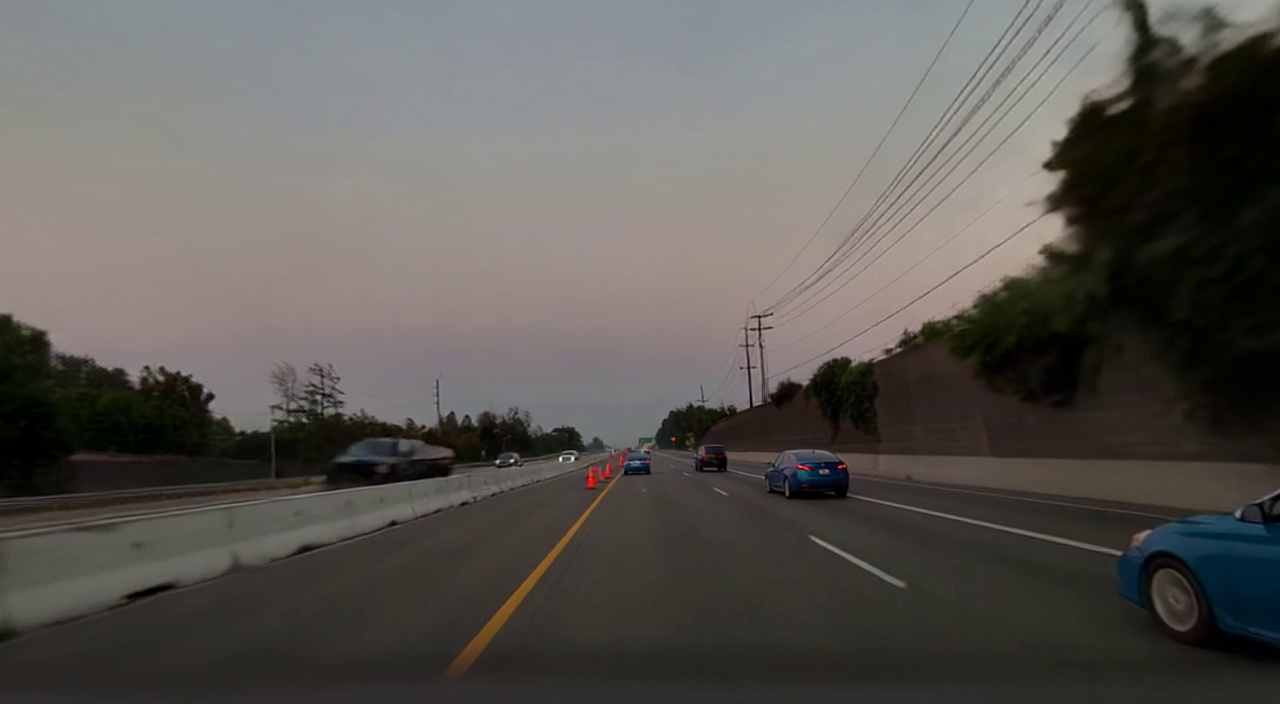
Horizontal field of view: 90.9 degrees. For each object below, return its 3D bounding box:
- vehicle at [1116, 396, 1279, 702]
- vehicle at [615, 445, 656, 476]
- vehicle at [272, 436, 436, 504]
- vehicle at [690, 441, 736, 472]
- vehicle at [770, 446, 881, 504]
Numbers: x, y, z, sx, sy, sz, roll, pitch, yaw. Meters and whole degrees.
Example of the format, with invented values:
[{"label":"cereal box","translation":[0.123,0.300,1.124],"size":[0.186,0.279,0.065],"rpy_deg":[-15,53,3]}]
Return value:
[{"label":"vehicle","translation":[4.310,0.843,2.045],"size":[1.997,1.568,4.529],"rpy_deg":[0,-8,0]},{"label":"vehicle","translation":[-0.207,5.911,34.581],"size":[2.096,1.583,4.150],"rpy_deg":[0,-8,1]},{"label":"vehicle","translation":[-8.000,3.323,18.350],"size":[2.308,1.694,4.945],"rpy_deg":[0,-8,2]},{"label":"vehicle","translation":[5.001,7.203,43.859],"size":[2.559,1.943,5.610],"rpy_deg":[0,-8,1]},{"label":"vehicle","translation":[5.020,3.366,17.724],"size":[1.881,1.409,4.016],"rpy_deg":[0,-8,0]}]
